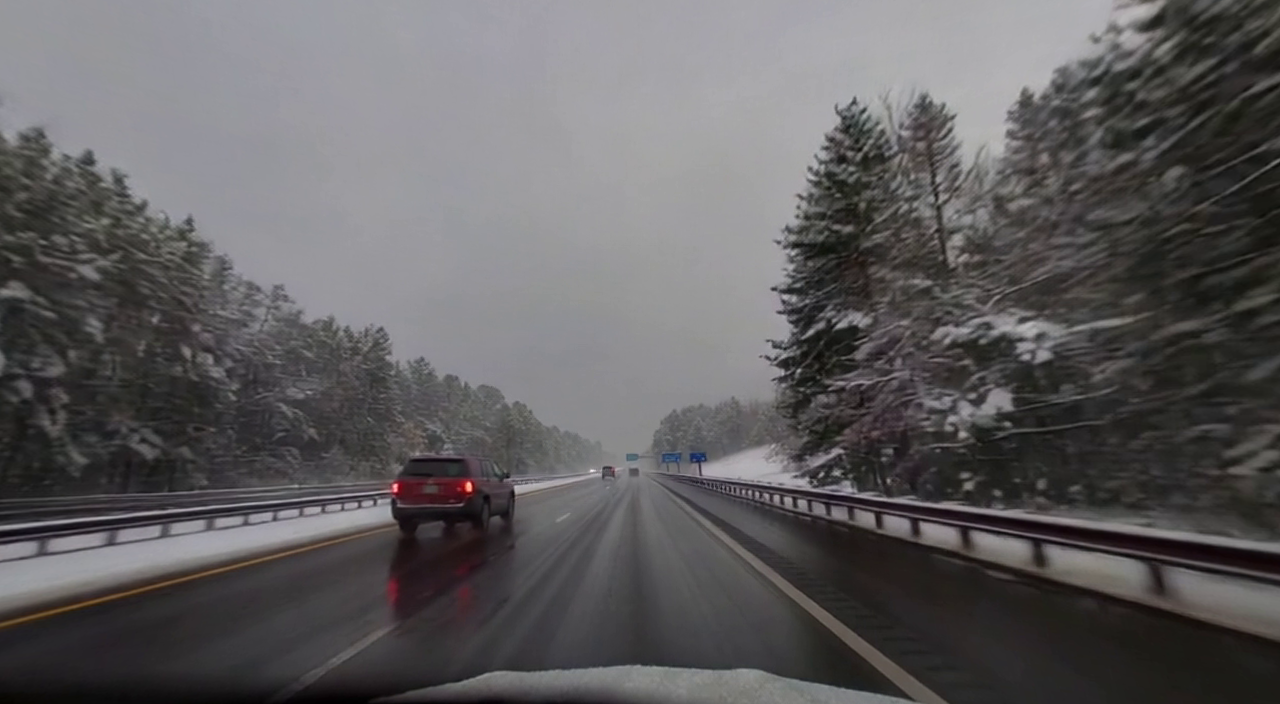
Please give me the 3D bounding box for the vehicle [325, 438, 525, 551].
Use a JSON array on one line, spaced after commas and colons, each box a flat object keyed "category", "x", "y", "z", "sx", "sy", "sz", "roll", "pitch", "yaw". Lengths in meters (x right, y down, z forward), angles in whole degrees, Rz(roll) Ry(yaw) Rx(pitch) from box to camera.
[{"category": "vehicle", "x": -3.689, "y": 2.601, "z": 11.922, "sx": 2.107, "sy": 1.668, "sz": 4.554, "roll": 1, "pitch": -11, "yaw": 1}]
